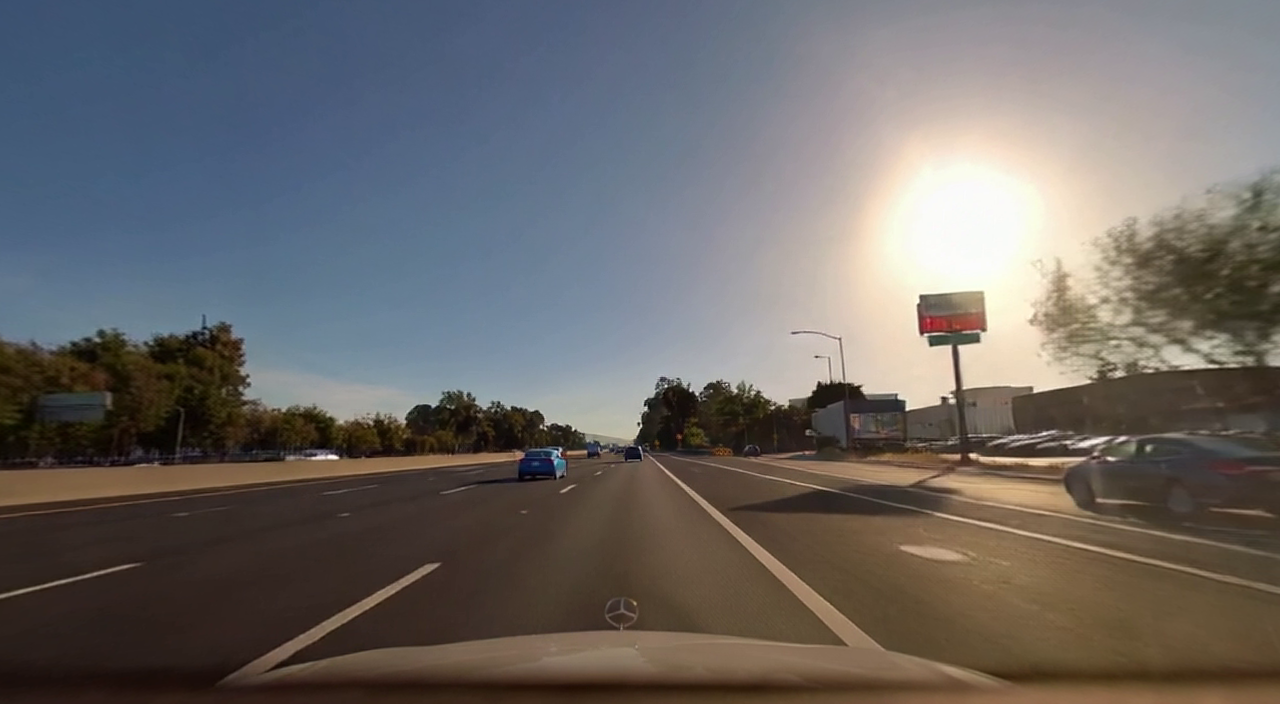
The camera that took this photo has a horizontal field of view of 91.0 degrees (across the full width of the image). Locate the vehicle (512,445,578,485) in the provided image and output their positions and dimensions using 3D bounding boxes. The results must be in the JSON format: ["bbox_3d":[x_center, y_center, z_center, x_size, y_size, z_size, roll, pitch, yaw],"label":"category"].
[{"bbox_3d":[-3.961,4.801,27.049,2.071,1.553,4.388,0,-9,1],"label":"vehicle"}]

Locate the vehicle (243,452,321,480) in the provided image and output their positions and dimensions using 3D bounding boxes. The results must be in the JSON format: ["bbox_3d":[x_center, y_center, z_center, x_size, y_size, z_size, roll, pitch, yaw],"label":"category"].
[{"bbox_3d":[-22.113,7.036,39.170,1.929,1.597,4.923,0,-9,1],"label":"vehicle"}]

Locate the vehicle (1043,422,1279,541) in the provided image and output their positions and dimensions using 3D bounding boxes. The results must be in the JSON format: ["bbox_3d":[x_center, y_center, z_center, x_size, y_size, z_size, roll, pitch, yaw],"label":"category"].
[{"bbox_3d":[9.655,2.107,10.878,2.035,1.566,5.409,-1,-9,3],"label":"vehicle"}]
